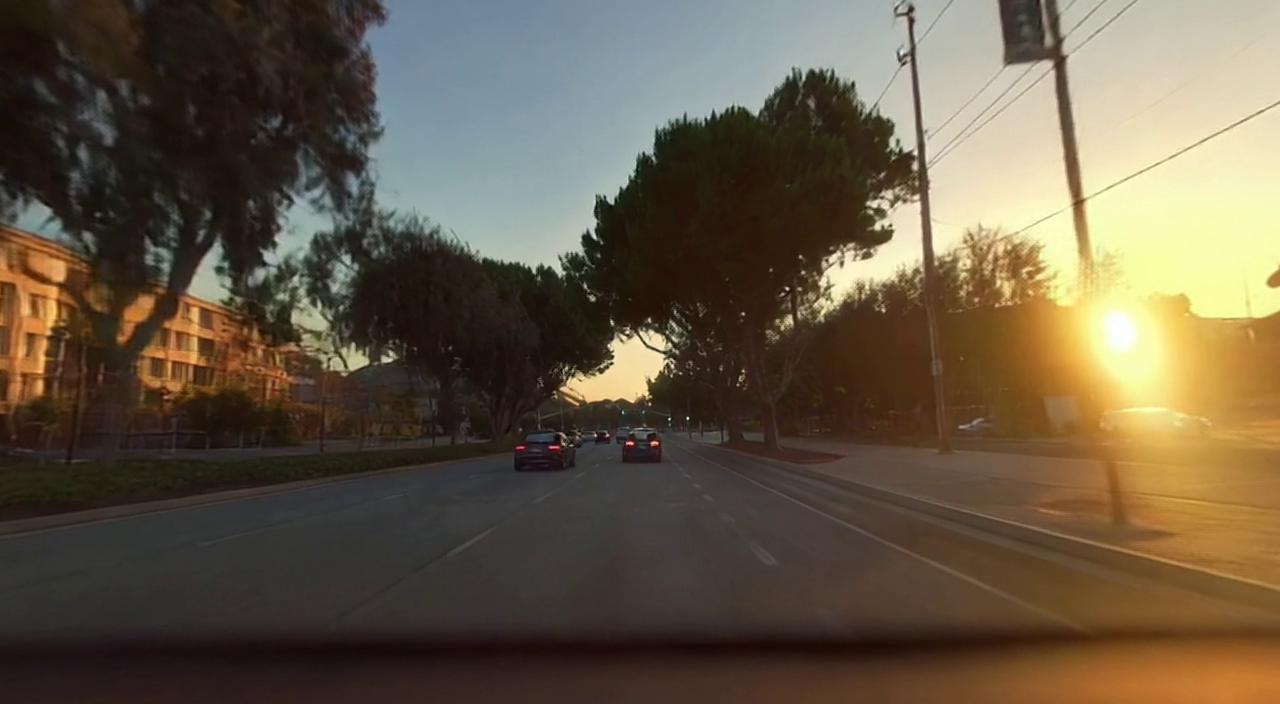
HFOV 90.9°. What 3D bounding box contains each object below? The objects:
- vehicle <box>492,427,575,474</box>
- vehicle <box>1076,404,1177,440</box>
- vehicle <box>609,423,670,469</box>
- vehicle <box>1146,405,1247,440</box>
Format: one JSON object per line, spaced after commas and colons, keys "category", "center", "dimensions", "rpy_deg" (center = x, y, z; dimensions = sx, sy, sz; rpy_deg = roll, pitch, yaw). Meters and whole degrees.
{"category": "vehicle", "center": [-3.627, 3.476, 22.479], "dimensions": [1.942, 1.462, 4.905], "rpy_deg": [-1, -8, 2]}
{"category": "vehicle", "center": [21.991, 3.262, 28.754], "dimensions": [1.833, 1.471, 4.656], "rpy_deg": [-2, -8, 14]}
{"category": "vehicle", "center": [-0.014, 3.730, 25.049], "dimensions": [2.199, 1.652, 4.101], "rpy_deg": [0, -8, 0]}
{"category": "vehicle", "center": [24.473, 3.175, 27.901], "dimensions": [1.741, 1.416, 3.831], "rpy_deg": [-2, -8, 15]}
